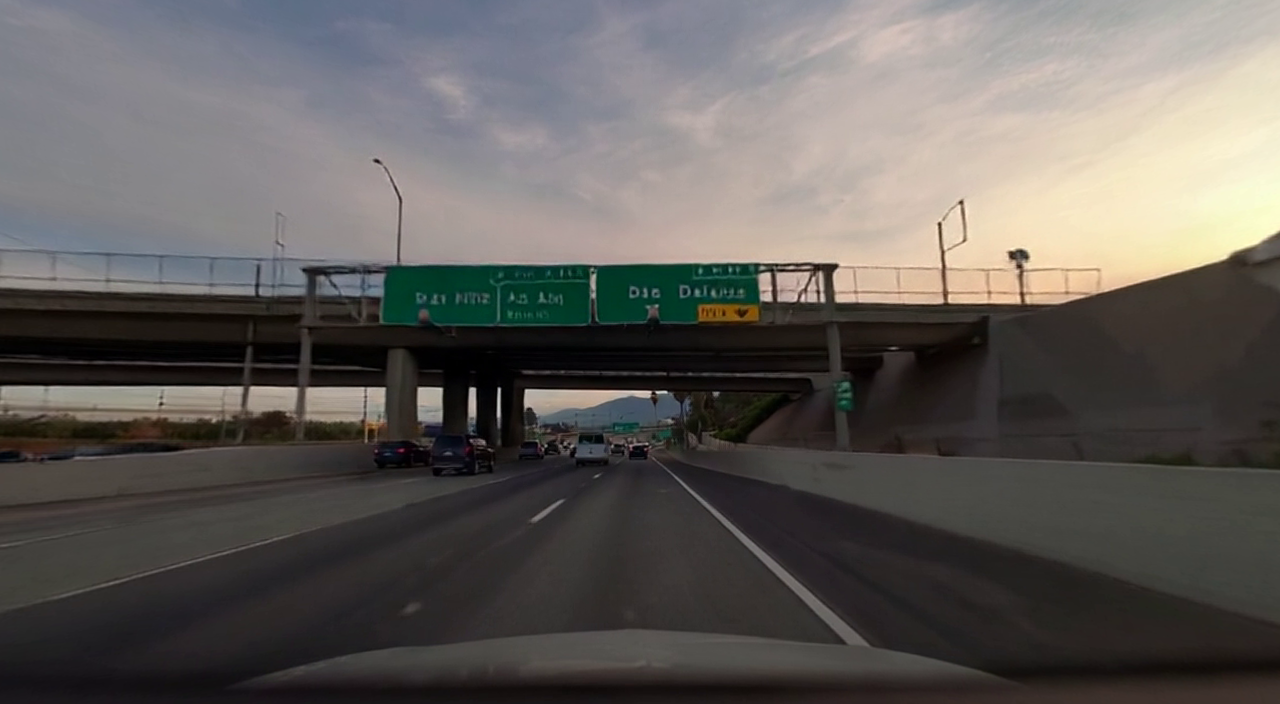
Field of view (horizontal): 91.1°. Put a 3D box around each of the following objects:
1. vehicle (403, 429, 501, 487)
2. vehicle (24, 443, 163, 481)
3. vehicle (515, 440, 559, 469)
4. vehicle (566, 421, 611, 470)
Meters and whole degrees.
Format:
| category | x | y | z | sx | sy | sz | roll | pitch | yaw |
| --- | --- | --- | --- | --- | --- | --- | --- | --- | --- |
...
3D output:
| category | x | y | z | sx | sy | sz | roll | pitch | yaw |
| --- | --- | --- | --- | --- | --- | --- | --- | --- | --- |
| vehicle | -6.964 | 3.993 | 23.858 | 2.179 | 1.948 | 4.618 | 0 | -9 | 1 |
| vehicle | -29.392 | 5.921 | 34.146 | 2.298 | 1.855 | 5.828 | 0 | -9 | 1 |
| vehicle | -6.822 | 6.874 | 42.120 | 2.109 | 1.784 | 4.709 | 0 | -9 | 1 |
| vehicle | -3.183 | 6.015 | 40.207 | 2.301 | 2.843 | 6.458 | 0 | -9 | 0 |
